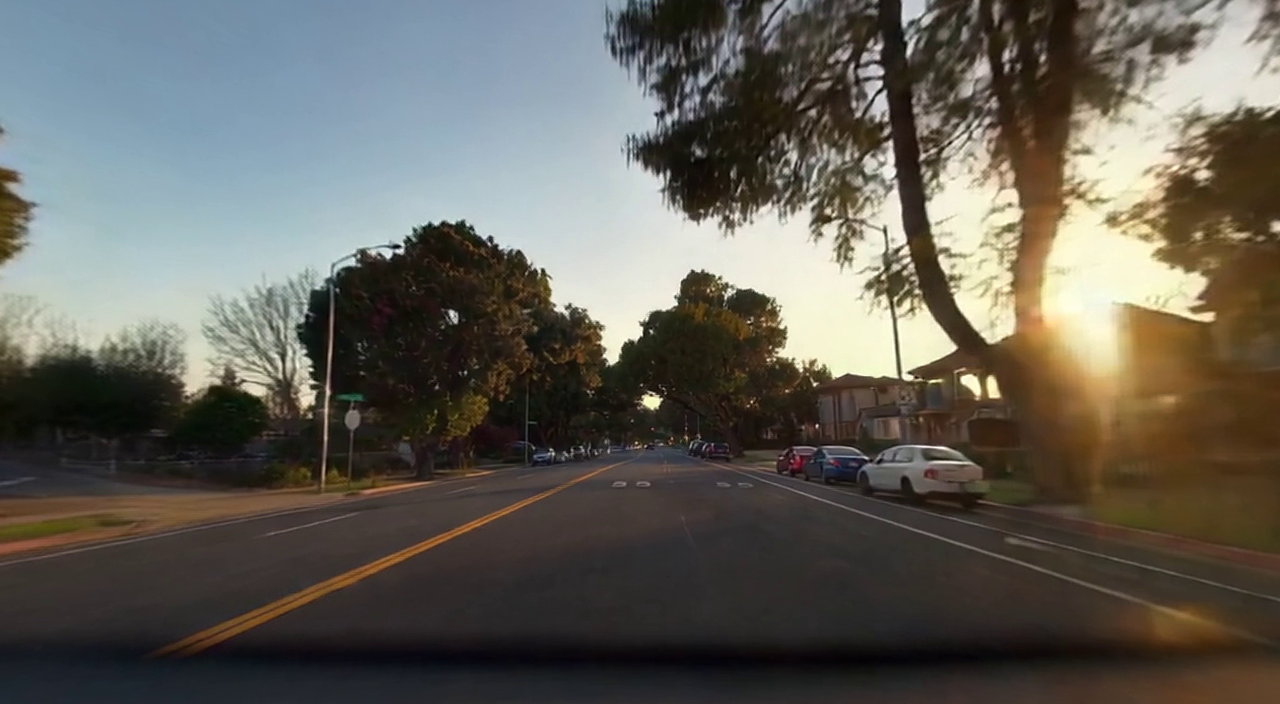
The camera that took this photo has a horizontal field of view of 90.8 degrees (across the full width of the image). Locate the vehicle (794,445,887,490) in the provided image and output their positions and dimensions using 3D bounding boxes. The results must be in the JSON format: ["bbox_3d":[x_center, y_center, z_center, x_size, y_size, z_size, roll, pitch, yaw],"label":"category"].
[{"bbox_3d":[7.199,4.162,23.236,2.001,1.454,4.494,0,-8,1],"label":"vehicle"}]

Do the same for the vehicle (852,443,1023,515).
[{"bbox_3d":[6.989,3.000,15.536,1.940,1.481,4.650,0,-8,0],"label":"vehicle"}]
